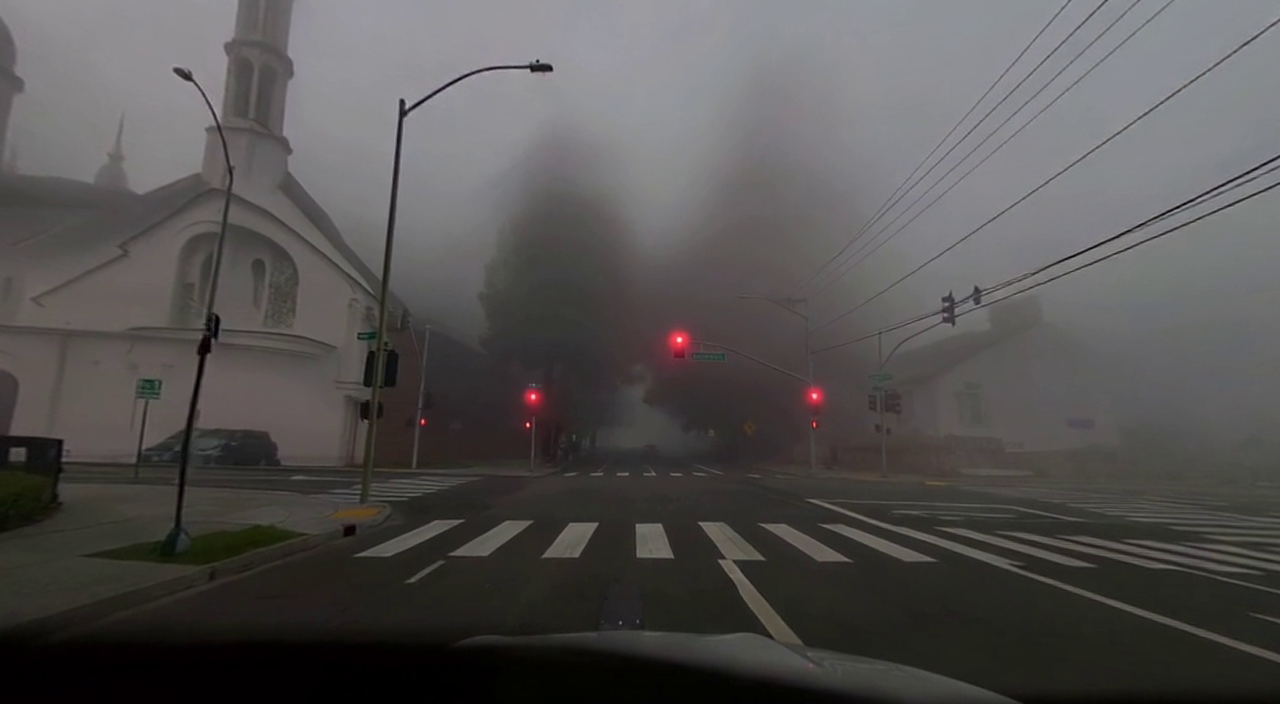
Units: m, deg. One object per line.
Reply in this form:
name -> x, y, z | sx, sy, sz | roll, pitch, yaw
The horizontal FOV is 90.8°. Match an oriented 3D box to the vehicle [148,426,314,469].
vehicle -> -14.932, 3.526, 23.284 | 4.718, 1.497, 2.032 | 0, -9, 2
